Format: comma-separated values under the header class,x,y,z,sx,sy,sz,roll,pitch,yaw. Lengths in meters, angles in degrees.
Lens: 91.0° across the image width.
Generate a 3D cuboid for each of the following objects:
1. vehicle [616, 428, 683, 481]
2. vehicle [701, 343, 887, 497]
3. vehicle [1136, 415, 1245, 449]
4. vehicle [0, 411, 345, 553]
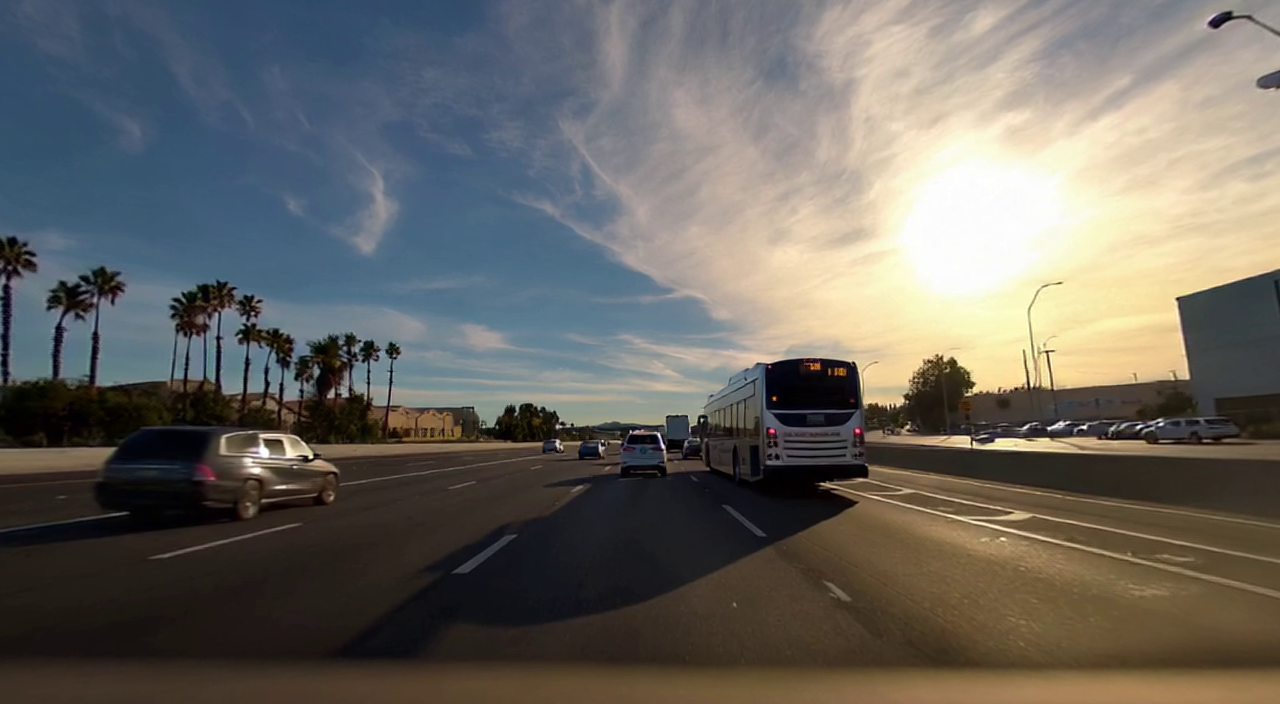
class,x,y,z,sx,sy,sz,roll,pitch,yaw
vehicle,0.341,3.844,23.703,2.268,1.796,4.280,0,-9,1
vehicle,4.286,2.646,21.945,3.020,3.622,14.302,0,-9,0
vehicle,30.701,4.561,35.369,2.003,1.777,4.990,-1,-9,6
vehicle,-7.181,1.976,10.260,2.291,1.729,4.879,0,-9,1
